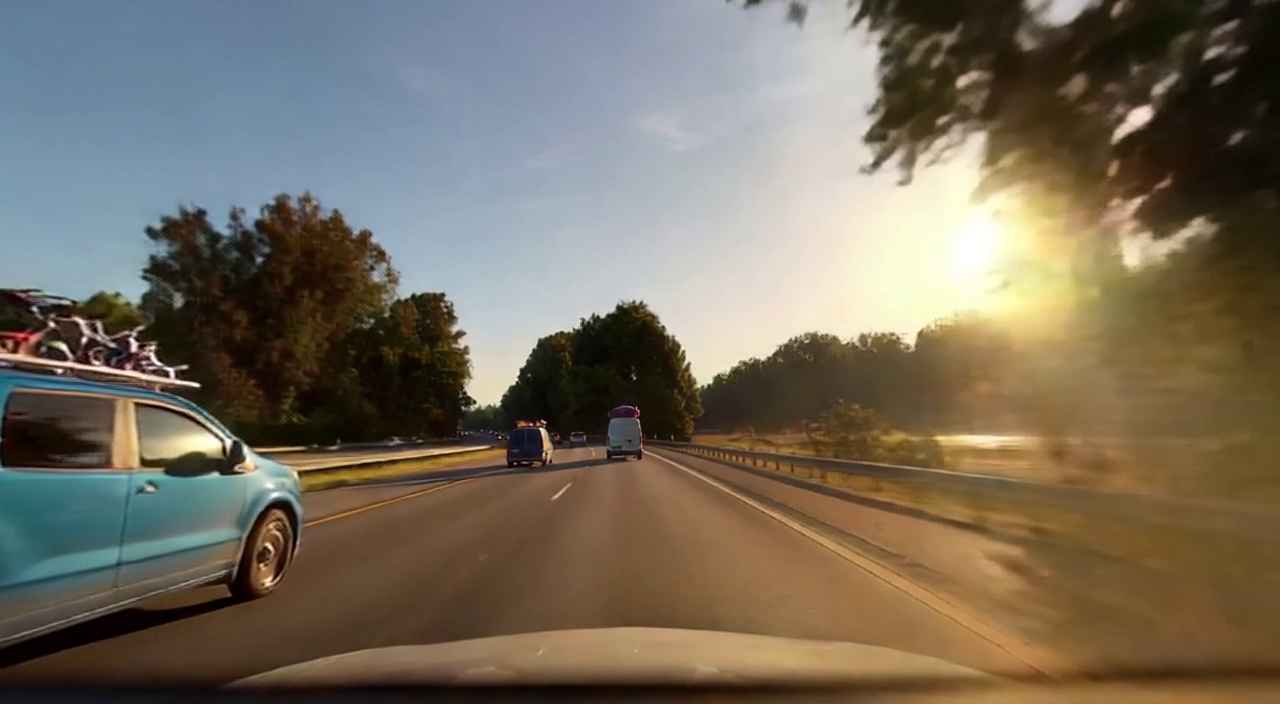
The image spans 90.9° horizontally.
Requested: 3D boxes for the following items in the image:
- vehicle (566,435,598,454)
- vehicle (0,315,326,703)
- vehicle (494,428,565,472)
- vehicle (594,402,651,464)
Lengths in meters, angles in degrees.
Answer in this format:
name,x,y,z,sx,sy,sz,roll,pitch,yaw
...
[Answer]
name,x,y,z,sx,sy,sz,roll,pitch,yaw
vehicle,-4.516,7.337,49.996,2.251,1.459,4.236,0,-8,-2
vehicle,-3.690,0.782,2.962,2.069,1.751,4.720,0,-8,-1
vehicle,-4.384,3.959,25.654,2.110,1.636,4.453,0,-8,-1
vehicle,-0.947,4.279,32.886,2.647,2.896,6.480,0,-8,-2
